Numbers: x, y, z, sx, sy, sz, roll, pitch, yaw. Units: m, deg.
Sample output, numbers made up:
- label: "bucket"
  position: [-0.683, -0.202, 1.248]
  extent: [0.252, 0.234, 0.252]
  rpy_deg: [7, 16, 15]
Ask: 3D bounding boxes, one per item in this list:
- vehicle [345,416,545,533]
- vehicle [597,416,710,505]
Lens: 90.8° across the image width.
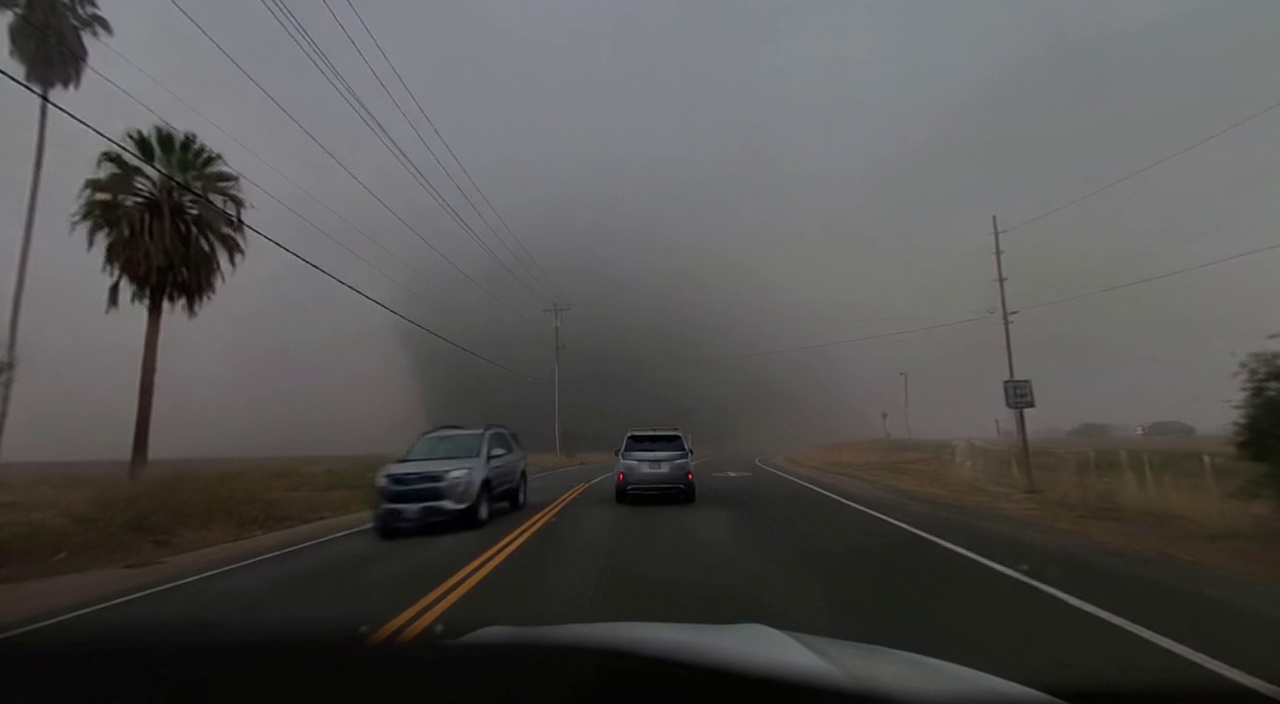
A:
- label: "vehicle"
  position: [-3.626, 2.418, 13.234]
  extent: [2.237, 1.878, 5.739]
  rpy_deg: [0, -8, 1]
- label: "vehicle"
  position: [0.280, 2.608, 15.567]
  extent: [2.364, 1.859, 4.538]
  rpy_deg: [0, -8, 0]
